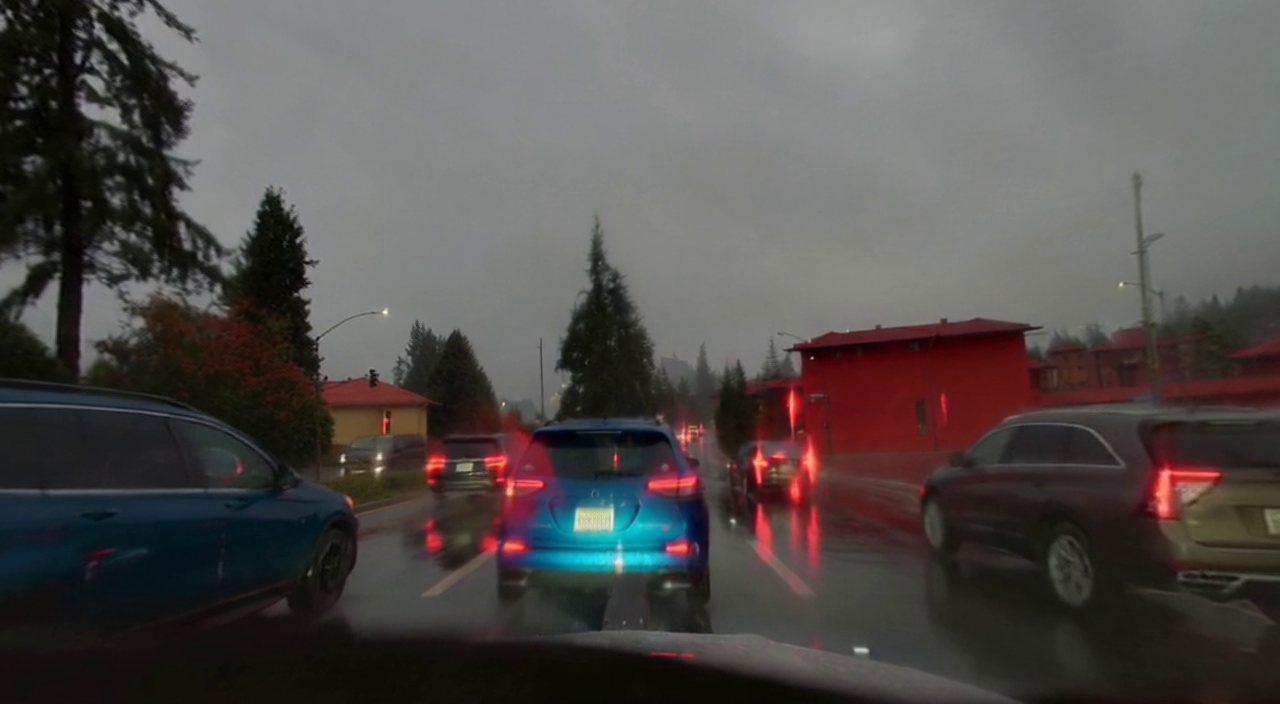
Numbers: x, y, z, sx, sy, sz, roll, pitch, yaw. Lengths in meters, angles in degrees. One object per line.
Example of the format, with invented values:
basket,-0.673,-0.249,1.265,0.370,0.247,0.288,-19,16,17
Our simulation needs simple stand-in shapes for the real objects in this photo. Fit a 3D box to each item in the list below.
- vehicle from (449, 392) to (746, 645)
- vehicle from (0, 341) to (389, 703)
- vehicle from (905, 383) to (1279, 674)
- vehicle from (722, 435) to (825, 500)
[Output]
vehicle,-0.216,1.434,6.419,2.022,1.700,4.084,0,-8,2
vehicle,-3.466,1.031,3.736,2.047,1.741,4.470,0,-8,1
vehicle,4.380,1.386,6.084,2.014,1.740,4.515,-1,-8,5
vehicle,3.496,3.101,17.302,1.847,1.554,3.885,0,-8,-2
